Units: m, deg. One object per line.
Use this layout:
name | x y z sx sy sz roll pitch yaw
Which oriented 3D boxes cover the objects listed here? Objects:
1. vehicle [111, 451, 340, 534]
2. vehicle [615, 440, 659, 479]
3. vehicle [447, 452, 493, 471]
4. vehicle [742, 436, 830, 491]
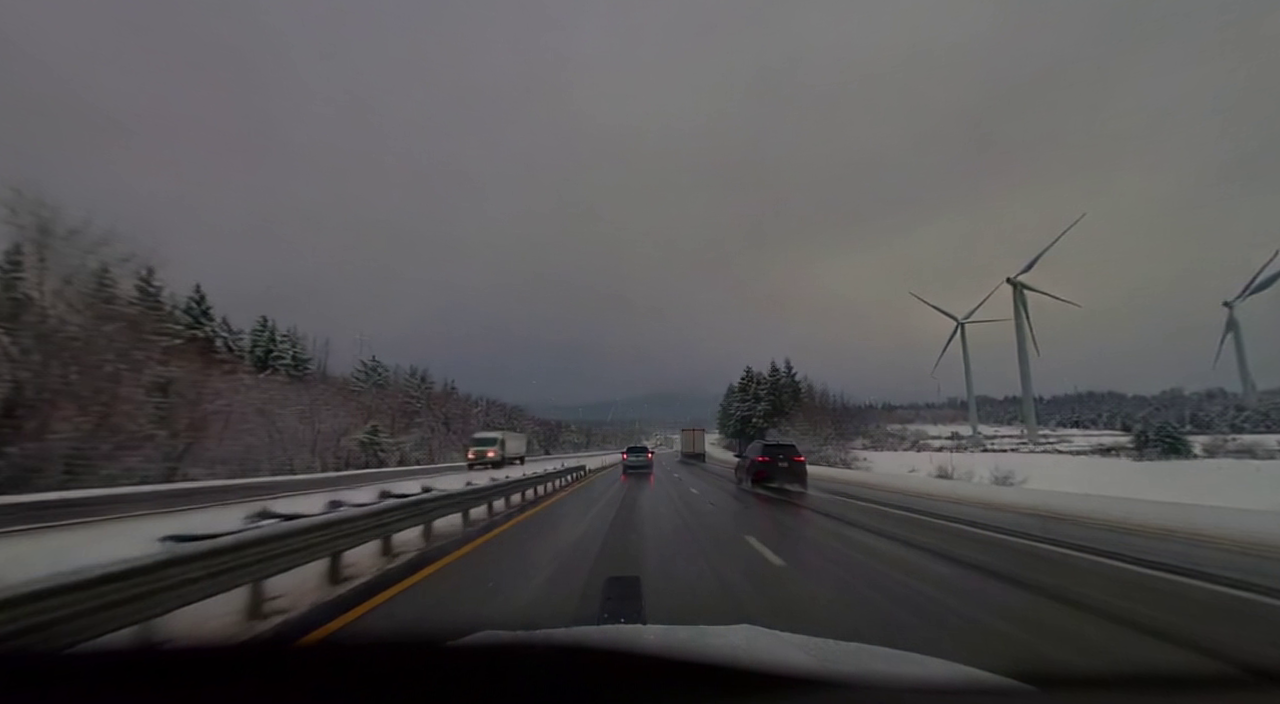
vehicle | -8.736 2.956 13.939 1.909 1.502 4.585 0 -9 0
vehicle | -0.105 5.248 30.910 2.038 1.723 4.150 0 -9 1
vehicle | -12.490 8.090 46.621 2.143 1.327 4.511 0 -9 1
vehicle | 4.948 3.873 22.119 2.040 1.721 4.507 0 -9 1
